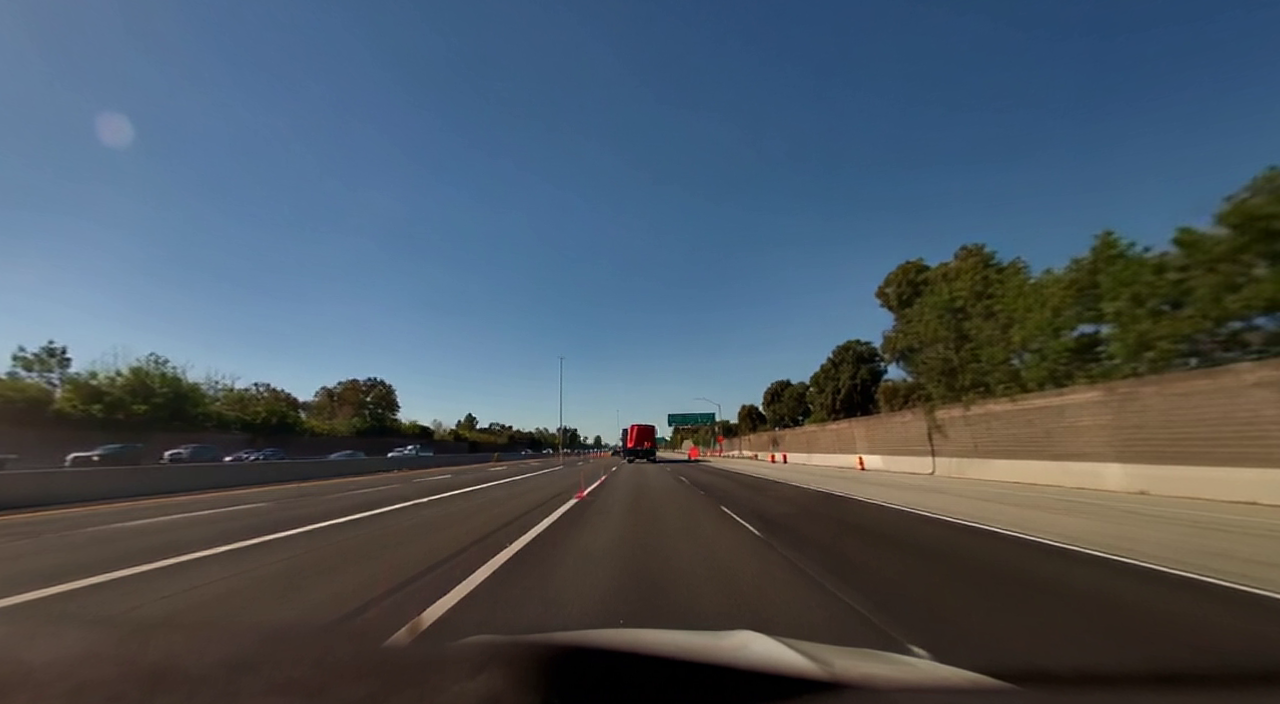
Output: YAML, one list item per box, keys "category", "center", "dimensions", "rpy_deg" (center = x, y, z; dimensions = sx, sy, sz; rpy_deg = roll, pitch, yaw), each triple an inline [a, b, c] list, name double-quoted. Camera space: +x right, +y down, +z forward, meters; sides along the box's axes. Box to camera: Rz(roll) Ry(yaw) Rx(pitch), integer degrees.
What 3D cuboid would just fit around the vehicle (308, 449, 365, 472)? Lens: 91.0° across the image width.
- category: "vehicle"
  center: [-20.402, 7.277, 42.466]
  dimensions: [1.953, 1.484, 3.843]
  rpy_deg: [0, -9, 0]
